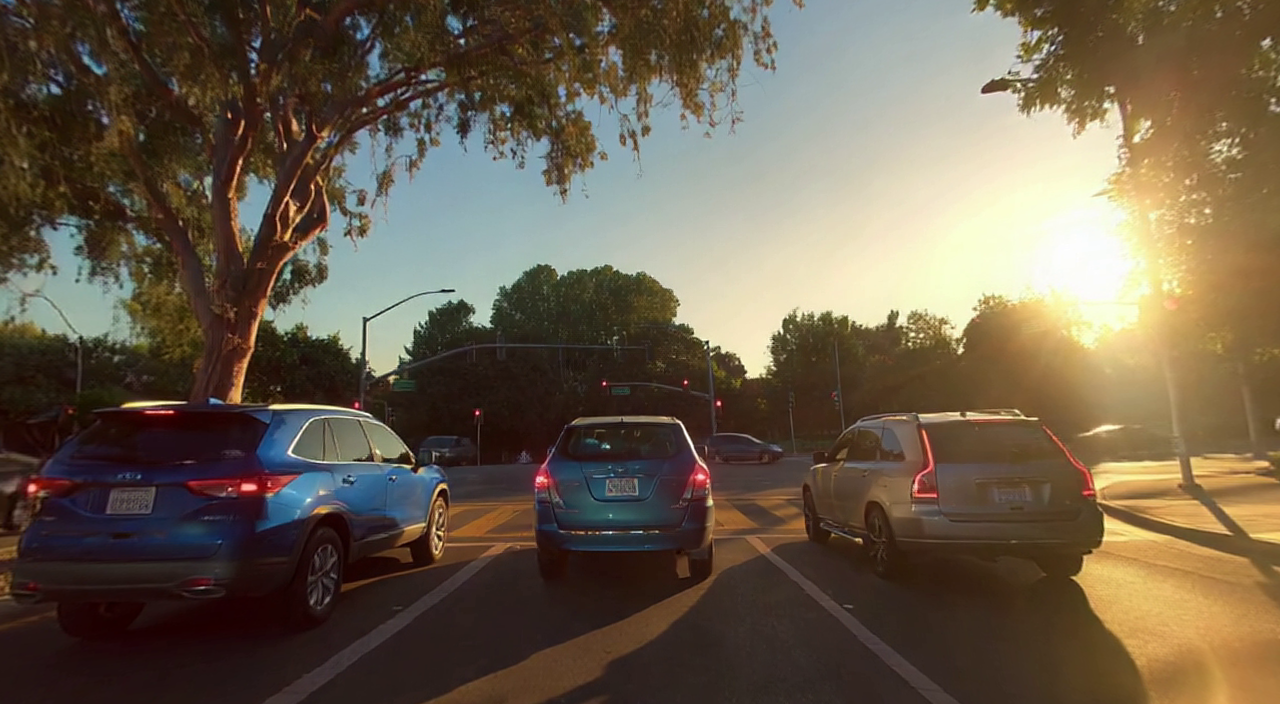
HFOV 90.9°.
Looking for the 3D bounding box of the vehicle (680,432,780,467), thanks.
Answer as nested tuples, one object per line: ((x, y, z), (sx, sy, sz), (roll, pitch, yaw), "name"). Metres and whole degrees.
((4.767, 5.204, 33.697), (4.874, 1.770, 2.107), (-5, -10, 32), "vehicle")

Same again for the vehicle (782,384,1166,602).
((3.263, 1.489, 7.515), (2.083, 1.779, 4.532), (0, -8, 0), "vehicle")

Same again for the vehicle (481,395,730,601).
((-0.238, 1.512, 7.323), (2.067, 1.702, 3.987), (0, -8, 2), "vehicle")

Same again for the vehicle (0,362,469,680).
((-3.277, 1.283, 5.888), (2.047, 1.810, 4.414), (0, -8, 1), "vehicle")

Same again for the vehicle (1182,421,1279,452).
((32.830, 4.658, 34.780), (4.175, 1.634, 1.877), (1, -8, -5), "vehicle")
